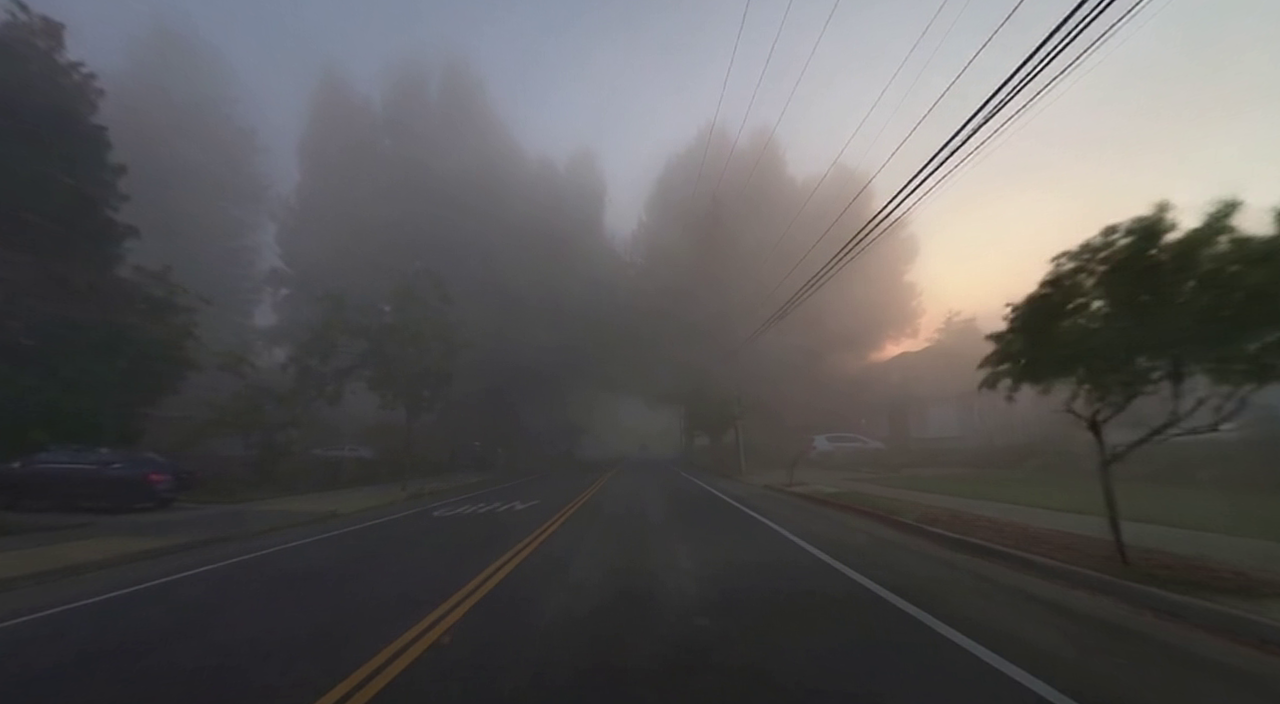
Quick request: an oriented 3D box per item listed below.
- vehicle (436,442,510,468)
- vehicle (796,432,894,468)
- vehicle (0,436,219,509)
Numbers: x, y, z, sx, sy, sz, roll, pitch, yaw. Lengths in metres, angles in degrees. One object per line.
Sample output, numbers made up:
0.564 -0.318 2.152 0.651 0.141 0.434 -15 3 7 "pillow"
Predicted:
-12.484 7.741 47.430 4.928 1.848 2.041 0 -9 1 "vehicle"
10.591 5.105 32.916 4.449 1.765 1.917 -1 -9 4 "vehicle"
-13.816 3.051 16.197 4.587 1.722 1.906 0 -9 -1 "vehicle"
